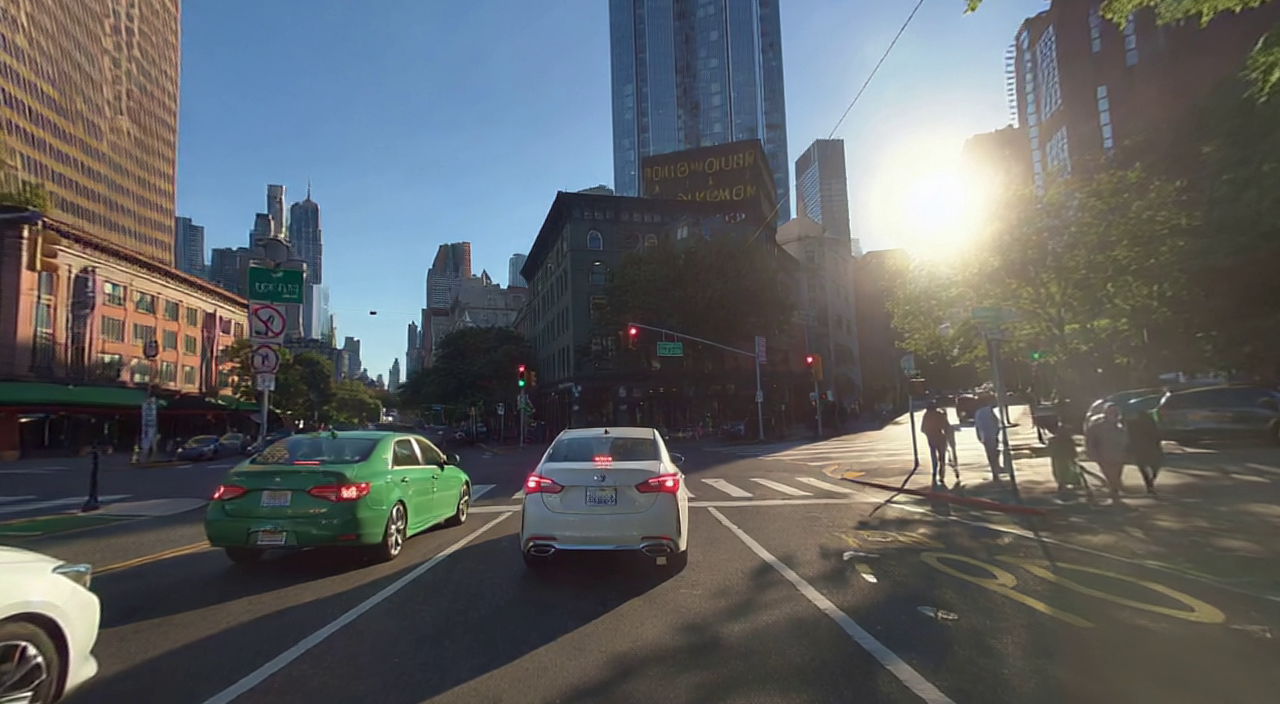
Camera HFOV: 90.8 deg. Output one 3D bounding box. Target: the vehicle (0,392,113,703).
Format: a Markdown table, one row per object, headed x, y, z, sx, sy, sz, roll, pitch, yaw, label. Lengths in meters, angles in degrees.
| x | y | z | sx | sy | sz | roll | pitch | yaw | label |
| --- | --- | --- | --- | --- | --- | --- | --- | --- | --- |
| -3.910 | 0.704 | 1.180 | 1.995 | 1.524 | 4.438 | 0 | -8 | 0 | vehicle |

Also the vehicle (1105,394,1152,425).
| x | y | z | sx | sy | sz | roll | pitch | yaw | label |
| --- | --- | --- | --- | --- | --- | --- | --- | --- | --- |
| 30.140 | 3.595 | 38.934 | 1.958 | 1.667 | 4.392 | -7 | -11 | 39 | vehicle |

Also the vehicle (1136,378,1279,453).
| x | y | z | sx | sy | sz | roll | pitch | yaw | label |
| --- | --- | --- | --- | --- | --- | --- | --- | --- | --- |
| 21.638 | 2.356 | 22.867 | 5.863 | 2.493 | 2.354 | 2 | -9 | -12 | vehicle |

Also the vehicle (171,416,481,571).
| x | y | z | sx | sy | sz | roll | pitch | yaw | label |
| --- | --- | --- | --- | --- | --- | --- | --- | --- | --- |
| -3.685 | 1.732 | 8.508 | 1.934 | 1.522 | 4.287 | 0 | -8 | 0 | vehicle |

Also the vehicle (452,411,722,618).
| x | y | z | sx | sy | sz | roll | pitch | yaw | label |
| --- | --- | --- | --- | --- | --- | --- | --- | --- | --- |
| -0.411 | 1.498 | 6.722 | 1.999 | 1.520 | 3.896 | 0 | -8 | -1 | vehicle |
